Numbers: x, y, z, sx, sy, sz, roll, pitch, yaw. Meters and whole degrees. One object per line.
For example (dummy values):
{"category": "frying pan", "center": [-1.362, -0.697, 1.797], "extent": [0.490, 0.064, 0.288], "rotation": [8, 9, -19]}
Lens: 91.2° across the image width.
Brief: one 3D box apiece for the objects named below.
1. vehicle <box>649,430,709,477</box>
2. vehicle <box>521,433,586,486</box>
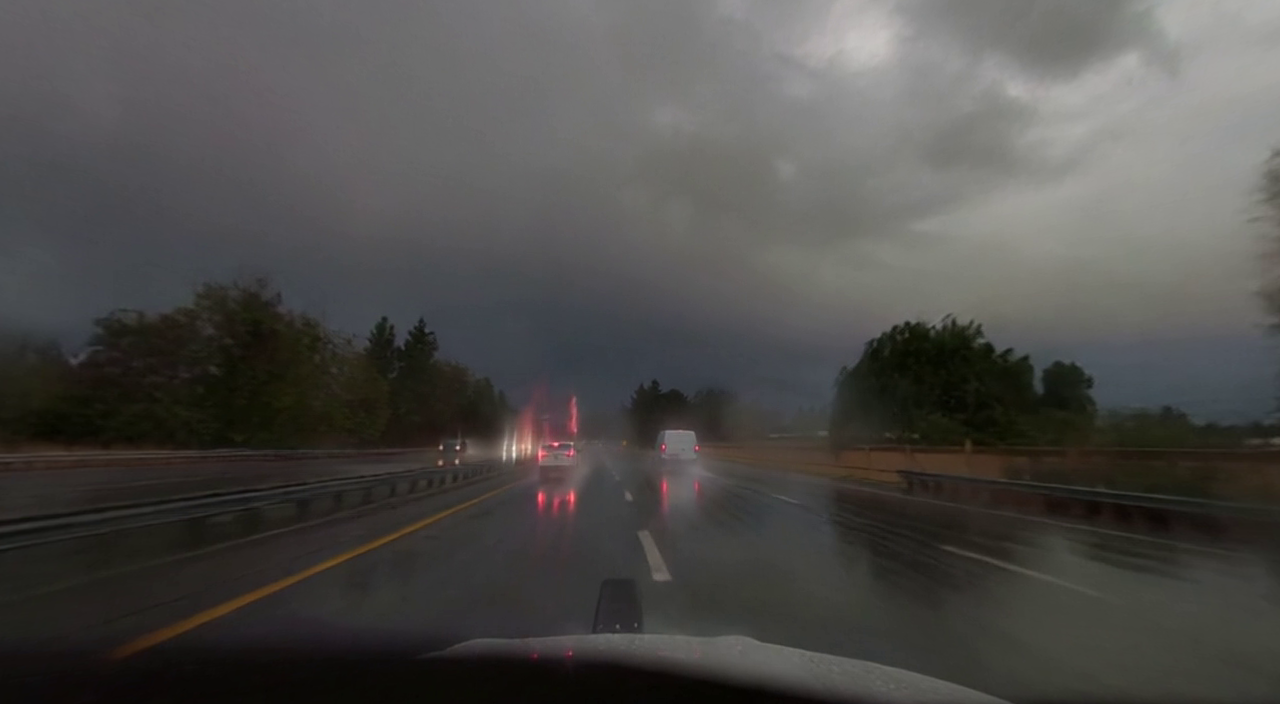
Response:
{"category": "vehicle", "center": [1.671, 4.599, 28.588], "extent": [2.179, 1.930, 4.538], "rotation": [0, -9, -3]}
{"category": "vehicle", "center": [-3.042, 3.885, 22.910], "extent": [1.963, 1.711, 4.284], "rotation": [0, -9, -3]}
